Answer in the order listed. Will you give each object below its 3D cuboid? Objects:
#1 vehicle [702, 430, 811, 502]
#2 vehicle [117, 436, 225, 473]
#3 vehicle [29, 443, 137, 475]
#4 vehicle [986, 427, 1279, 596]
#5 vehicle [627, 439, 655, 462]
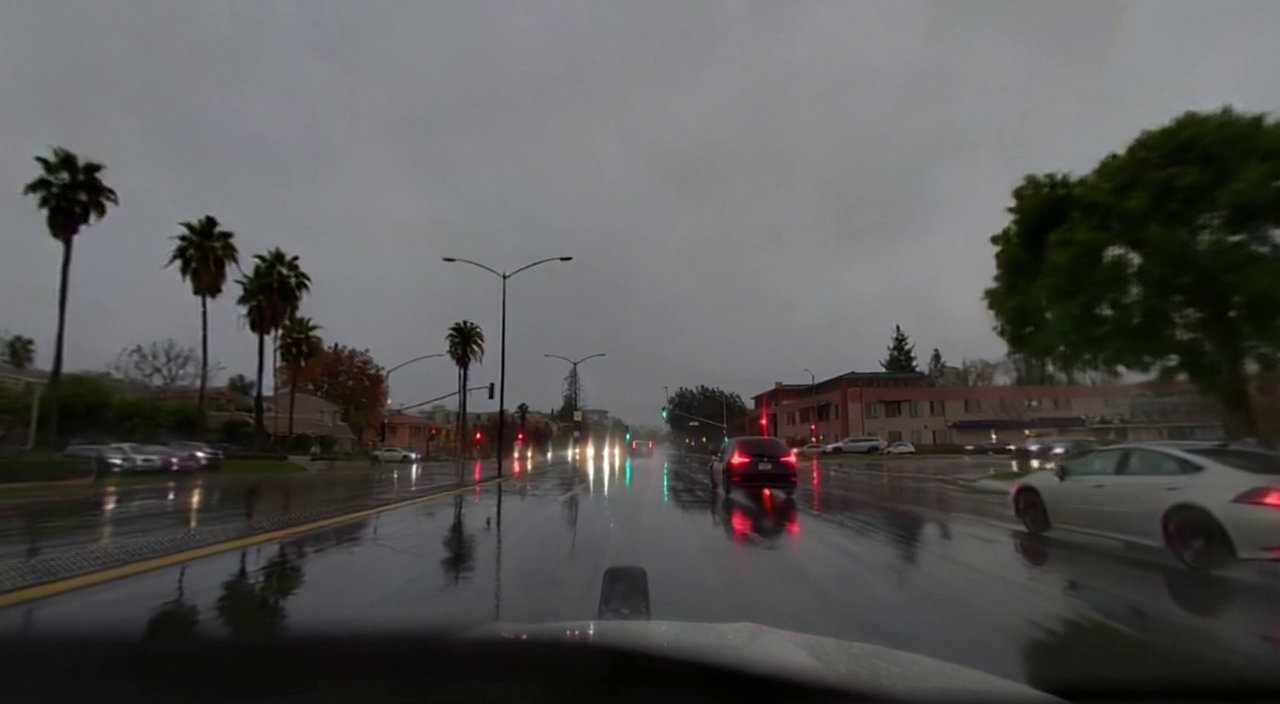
[{"bbox_3d":[2.885,2.934,16.619,2.009,1.639,4.267,0,-8,0],"label":"vehicle"},{"bbox_3d":[-25.869,5.664,35.048,2.070,1.856,5.069,0,-9,0],"label":"vehicle"},{"bbox_3d":[-30.931,5.931,35.218,1.898,1.692,4.455,0,-8,0],"label":"vehicle"},{"bbox_3d":[6.559,1.739,7.842,1.890,1.471,4.566,0,-8,0],"label":"vehicle"},{"bbox_3d":[0.066,7.741,49.398,2.087,1.709,4.076,0,-8,0],"label":"vehicle"}]
